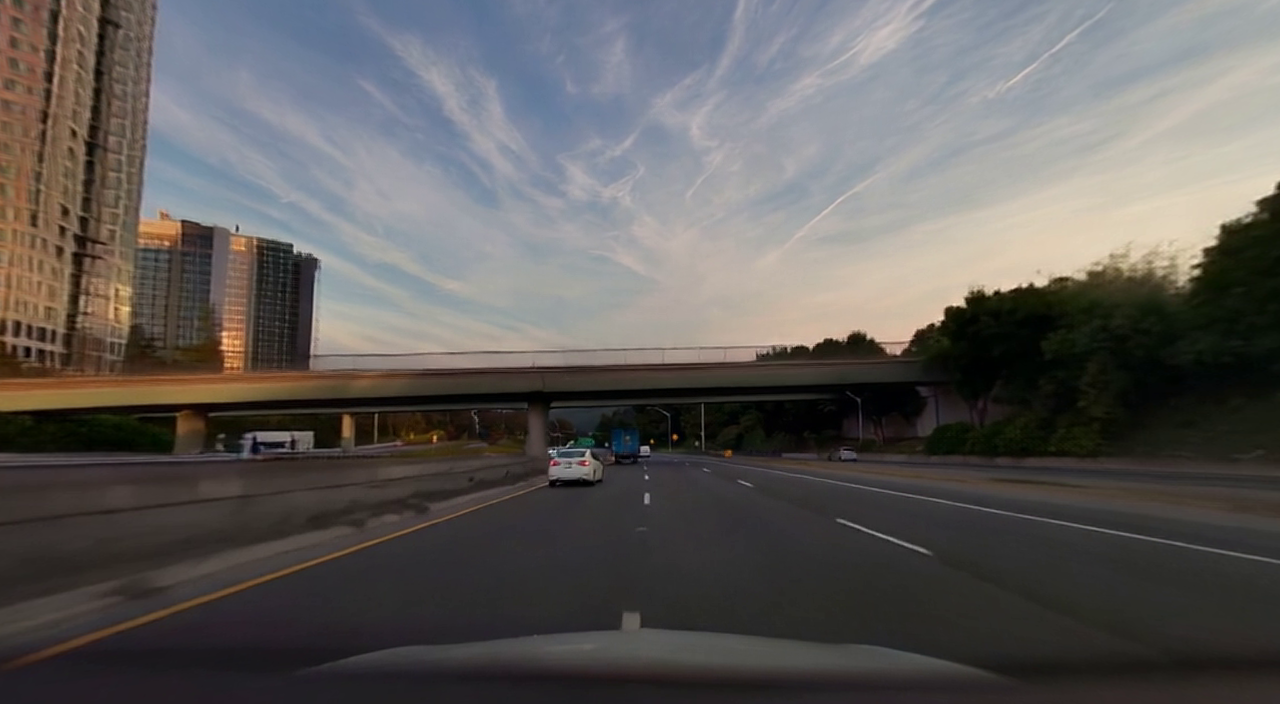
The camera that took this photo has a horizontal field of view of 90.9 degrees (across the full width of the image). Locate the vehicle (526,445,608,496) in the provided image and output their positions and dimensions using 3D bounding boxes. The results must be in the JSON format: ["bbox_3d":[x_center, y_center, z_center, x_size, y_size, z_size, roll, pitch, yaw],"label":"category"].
[{"bbox_3d":[-2.252,3.838,20.764,2.039,1.478,4.483,0,-9,2],"label":"vehicle"}]
